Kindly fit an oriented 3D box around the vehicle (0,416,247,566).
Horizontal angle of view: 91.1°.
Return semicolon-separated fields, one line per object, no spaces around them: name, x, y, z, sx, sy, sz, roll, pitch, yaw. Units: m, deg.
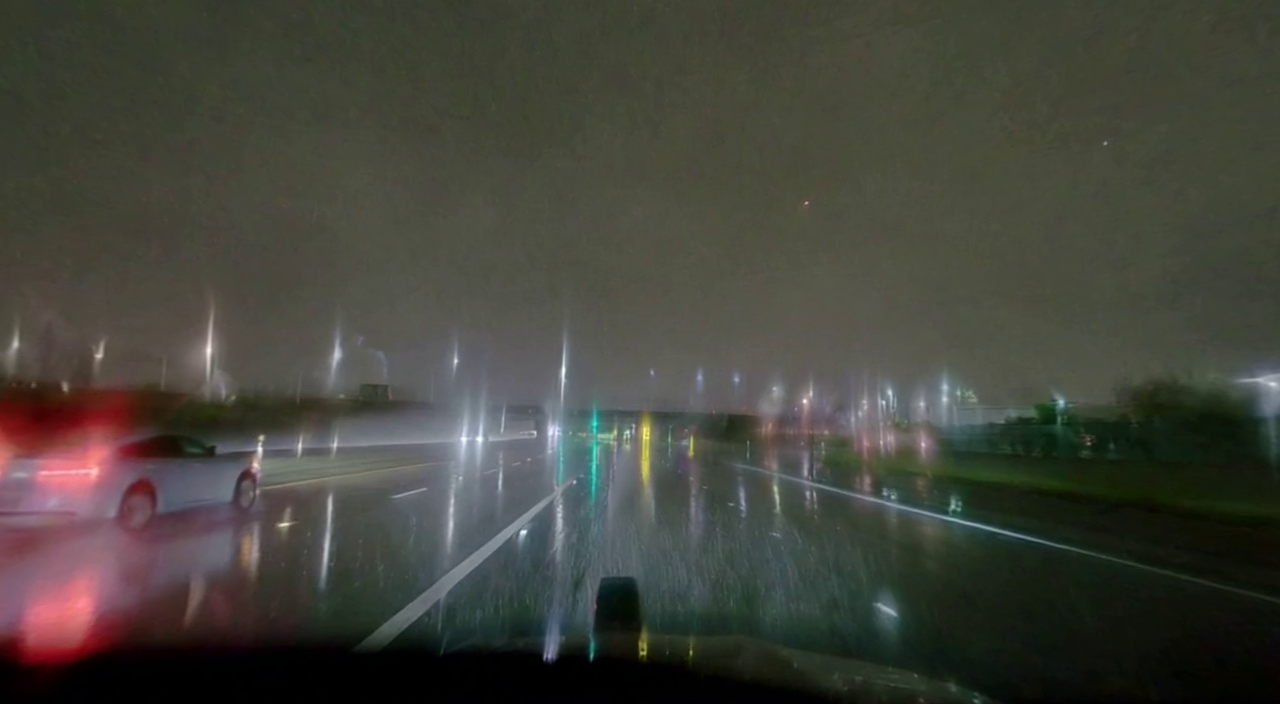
vehicle;-7.377;1.631;8.043;1.979;1.476;4.324;0;-8;-1
